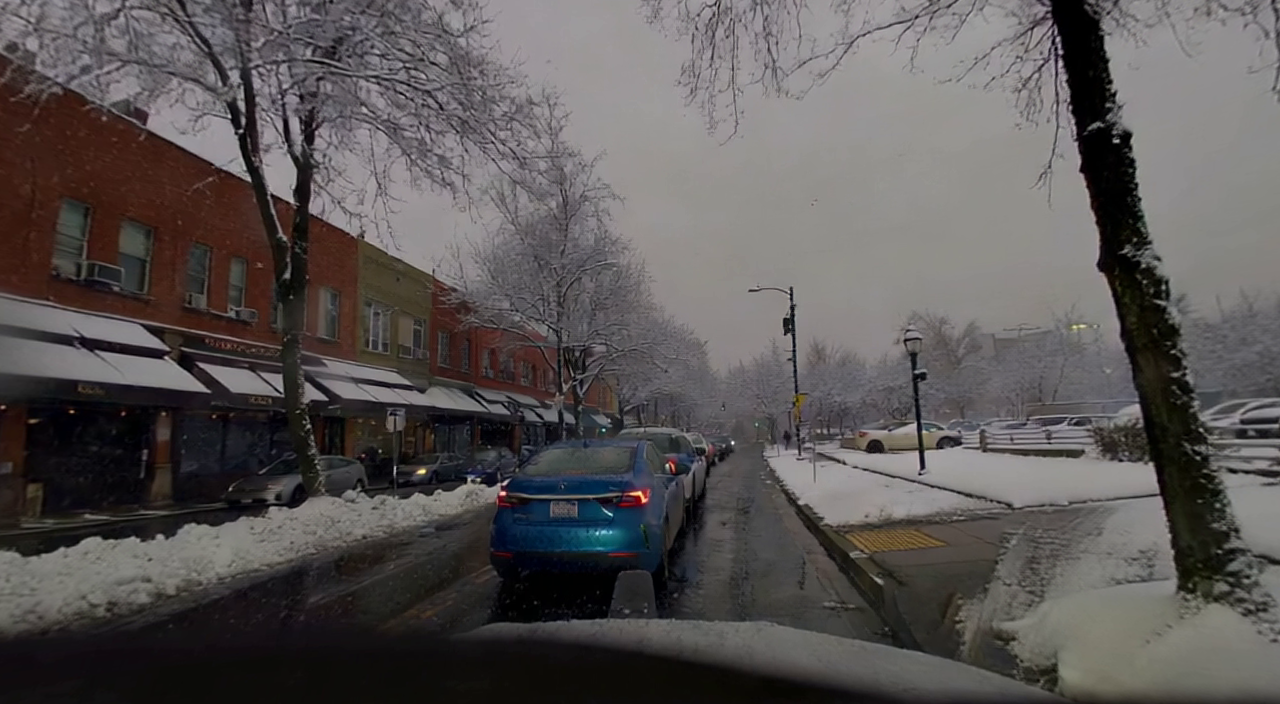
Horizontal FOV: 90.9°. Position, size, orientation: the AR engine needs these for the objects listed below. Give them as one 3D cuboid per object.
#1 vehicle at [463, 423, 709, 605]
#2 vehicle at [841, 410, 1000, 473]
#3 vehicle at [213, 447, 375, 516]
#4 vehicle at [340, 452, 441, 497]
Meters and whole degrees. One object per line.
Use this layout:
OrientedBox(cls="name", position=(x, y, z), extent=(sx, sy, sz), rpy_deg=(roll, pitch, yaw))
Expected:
OrientedBox(cls="vehicle", position=(-0.271, 1.638, 7.305), extent=(1.939, 1.478, 3.922), rpy_deg=(-1, -8, 9))
OrientedBox(cls="vehicle", position=(8.999, 2.833, 20.217), extent=(4.558, 1.528, 1.915), rpy_deg=(-2, -7, -23))
OrientedBox(cls="vehicle", position=(-11.001, 4.069, 20.592), extent=(2.081, 1.718, 5.342), rpy_deg=(-6, -9, 3))
OrientedBox(cls="vehicle", position=(-10.251, 5.032, 26.283), extent=(1.826, 1.432, 4.556), rpy_deg=(-7, -9, 8))
